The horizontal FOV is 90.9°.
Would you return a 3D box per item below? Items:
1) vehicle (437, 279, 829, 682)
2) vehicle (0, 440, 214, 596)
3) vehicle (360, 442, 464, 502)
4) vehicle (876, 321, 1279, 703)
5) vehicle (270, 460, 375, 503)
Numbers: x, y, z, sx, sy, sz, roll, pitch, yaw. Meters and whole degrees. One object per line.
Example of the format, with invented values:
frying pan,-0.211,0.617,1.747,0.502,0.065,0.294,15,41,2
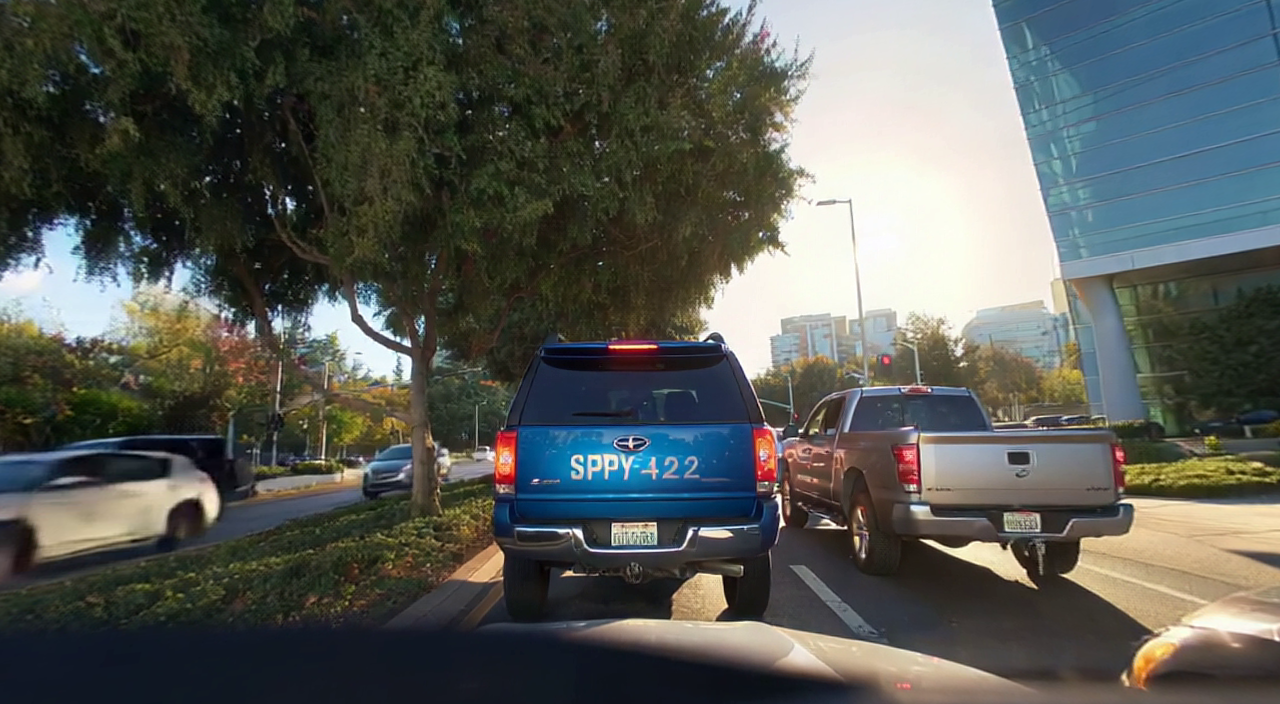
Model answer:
vehicle,0.013,1.039,5.975,2.267,2.372,4.366,0,-8,2
vehicle,-8.876,2.231,9.093,2.128,1.868,4.863,0,-8,-2
vehicle,-8.975,4.709,25.362,2.126,2.027,5.018,-3,-9,2
vehicle,3.078,0.989,3.465,2.022,1.700,4.410,0,-8,3
vehicle,-15.734,6.428,31.706,2.214,1.815,5.613,0,-8,2
